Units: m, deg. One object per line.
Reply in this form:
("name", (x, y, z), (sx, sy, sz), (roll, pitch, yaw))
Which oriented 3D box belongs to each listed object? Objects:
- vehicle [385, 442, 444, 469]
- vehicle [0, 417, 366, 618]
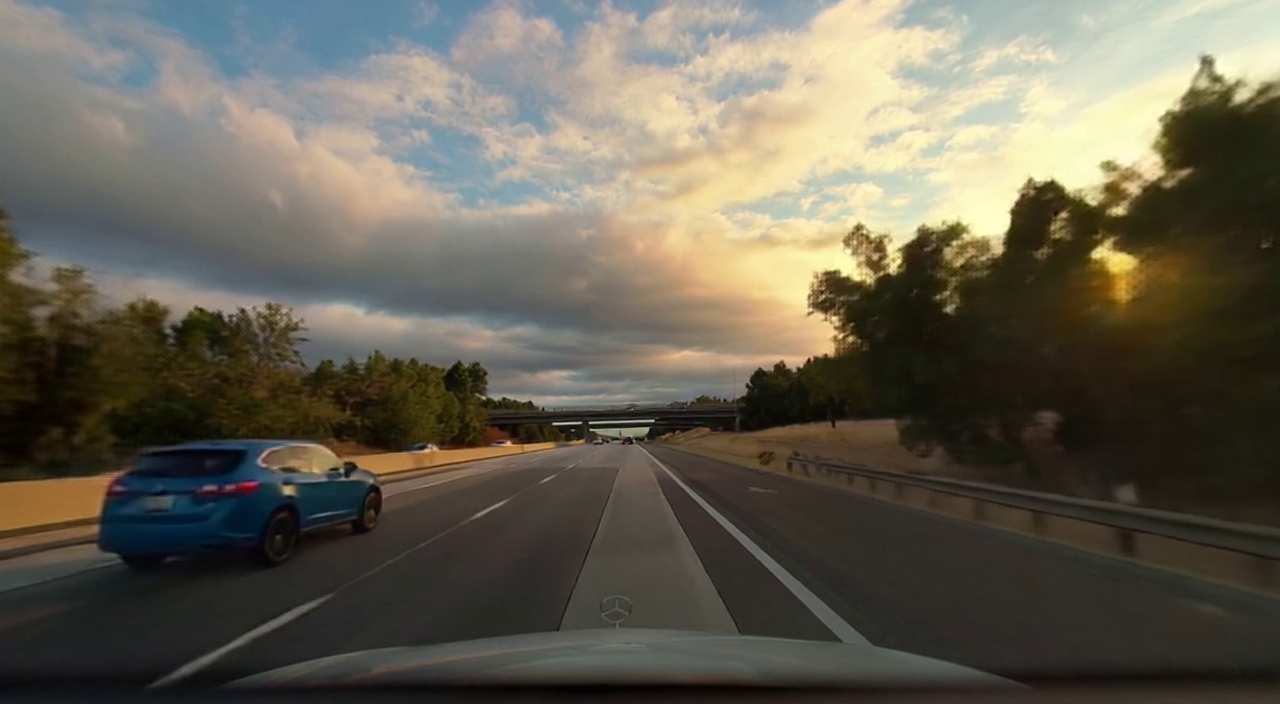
("vehicle", (-13.679, 6.307, 38.532), (1.936, 1.472, 4.802), (0, -8, -1))
("vehicle", (-4.748, 1.511, 6.740), (1.965, 1.513, 3.774), (0, -8, -1))
